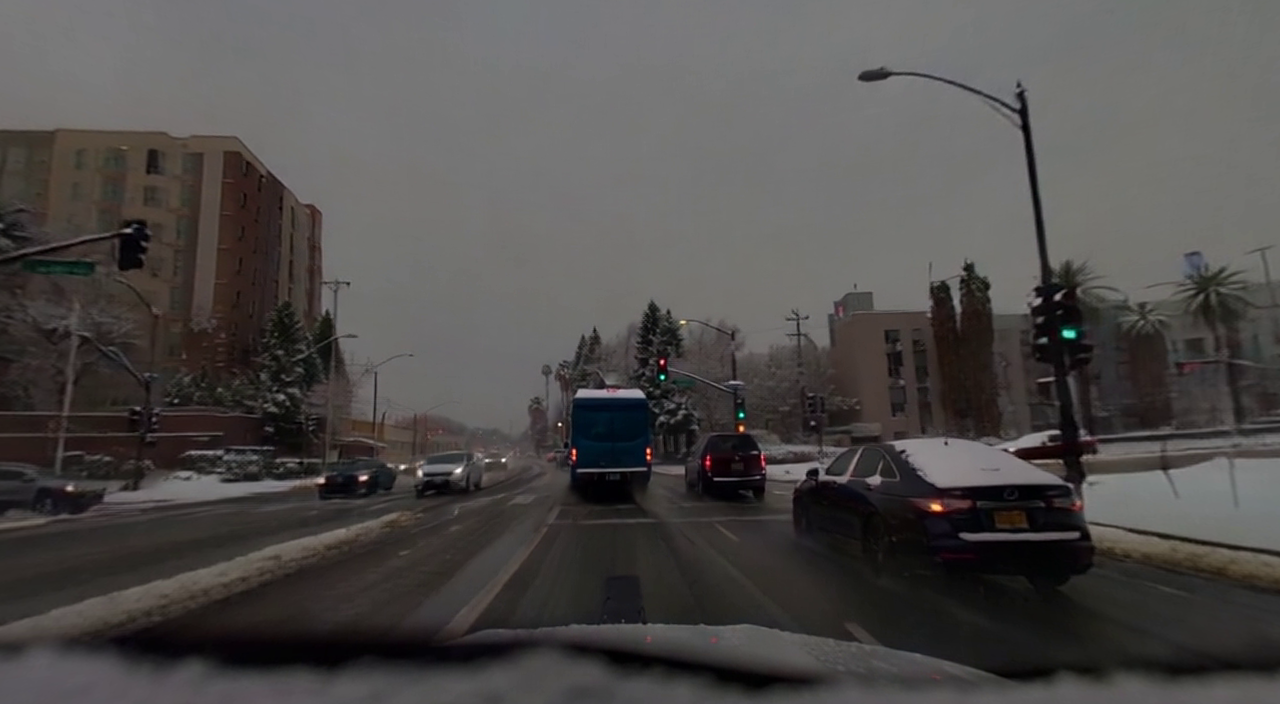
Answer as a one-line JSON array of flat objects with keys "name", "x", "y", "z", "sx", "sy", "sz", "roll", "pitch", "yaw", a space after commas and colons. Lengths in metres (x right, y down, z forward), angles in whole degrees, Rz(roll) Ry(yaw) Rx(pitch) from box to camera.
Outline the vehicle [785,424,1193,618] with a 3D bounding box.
[{"name": "vehicle", "x": 3.309, "y": 1.675, "z": 7.333, "sx": 1.978, "sy": 1.507, "sz": 4.636, "roll": 0, "pitch": -8, "yaw": -2}]

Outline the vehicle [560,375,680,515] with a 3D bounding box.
[{"name": "vehicle", "x": -0.750, "y": 2.411, "z": 16.452, "sx": 2.517, "sy": 2.926, "sz": 6.177, "roll": 1, "pitch": -8, "yaw": -6}]

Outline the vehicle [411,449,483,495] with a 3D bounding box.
[{"name": "vehicle", "x": -7.222, "y": 4.506, "z": 23.928, "sx": 1.878, "sy": 1.540, "sz": 3.939, "roll": 1, "pitch": -8, "yaw": -6}]

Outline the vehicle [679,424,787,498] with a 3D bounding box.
[{"name": "vehicle", "x": 2.657, "y": 3.312, "z": 19.543, "sx": 2.157, "sy": 1.944, "sz": 5.423, "roll": 0, "pitch": -8, "yaw": -4}]

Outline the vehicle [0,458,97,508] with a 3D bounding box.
[{"name": "vehicle", "x": -21.681, "y": 4.422, "z": 21.452, "sx": 4.585, "sy": 1.533, "sz": 1.996, "roll": -1, "pitch": -8, "yaw": 6}]

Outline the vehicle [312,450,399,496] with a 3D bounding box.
[{"name": "vehicle", "x": -11.537, "y": 4.890, "z": 25.786, "sx": 1.959, "sy": 1.636, "sz": 4.159, "roll": 1, "pitch": -8, "yaw": -6}]
